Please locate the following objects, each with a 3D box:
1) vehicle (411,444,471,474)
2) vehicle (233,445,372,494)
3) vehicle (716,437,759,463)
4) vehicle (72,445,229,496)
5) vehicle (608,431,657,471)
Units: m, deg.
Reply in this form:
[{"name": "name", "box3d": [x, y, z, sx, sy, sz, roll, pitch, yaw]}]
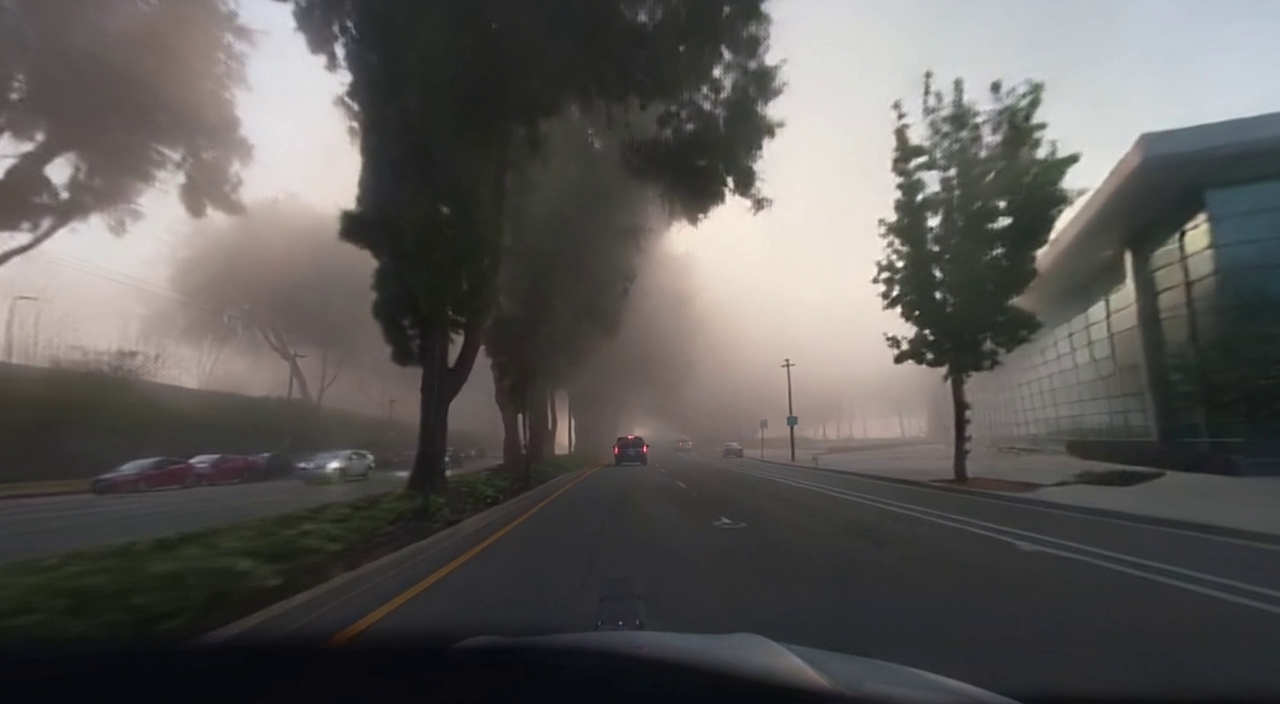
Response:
[{"name": "vehicle", "box3d": [-10.342, 5.580, 33.152, 1.950, 1.438, 4.343, 0, -8, -4]}, {"name": "vehicle", "box3d": [-11.310, 3.939, 21.670, 2.013, 1.460, 4.902, 0, -8, 1]}, {"name": "vehicle", "box3d": [7.078, 7.176, 46.352, 2.364, 1.781, 4.854, 0, -8, -1]}, {"name": "vehicle", "box3d": [-18.107, 4.371, 23.763, 1.999, 1.682, 4.914, 0, -8, 0]}, {"name": "vehicle", "box3d": [-0.402, 5.314, 34.092, 2.411, 1.937, 5.186, 0, -8, -1]}]
